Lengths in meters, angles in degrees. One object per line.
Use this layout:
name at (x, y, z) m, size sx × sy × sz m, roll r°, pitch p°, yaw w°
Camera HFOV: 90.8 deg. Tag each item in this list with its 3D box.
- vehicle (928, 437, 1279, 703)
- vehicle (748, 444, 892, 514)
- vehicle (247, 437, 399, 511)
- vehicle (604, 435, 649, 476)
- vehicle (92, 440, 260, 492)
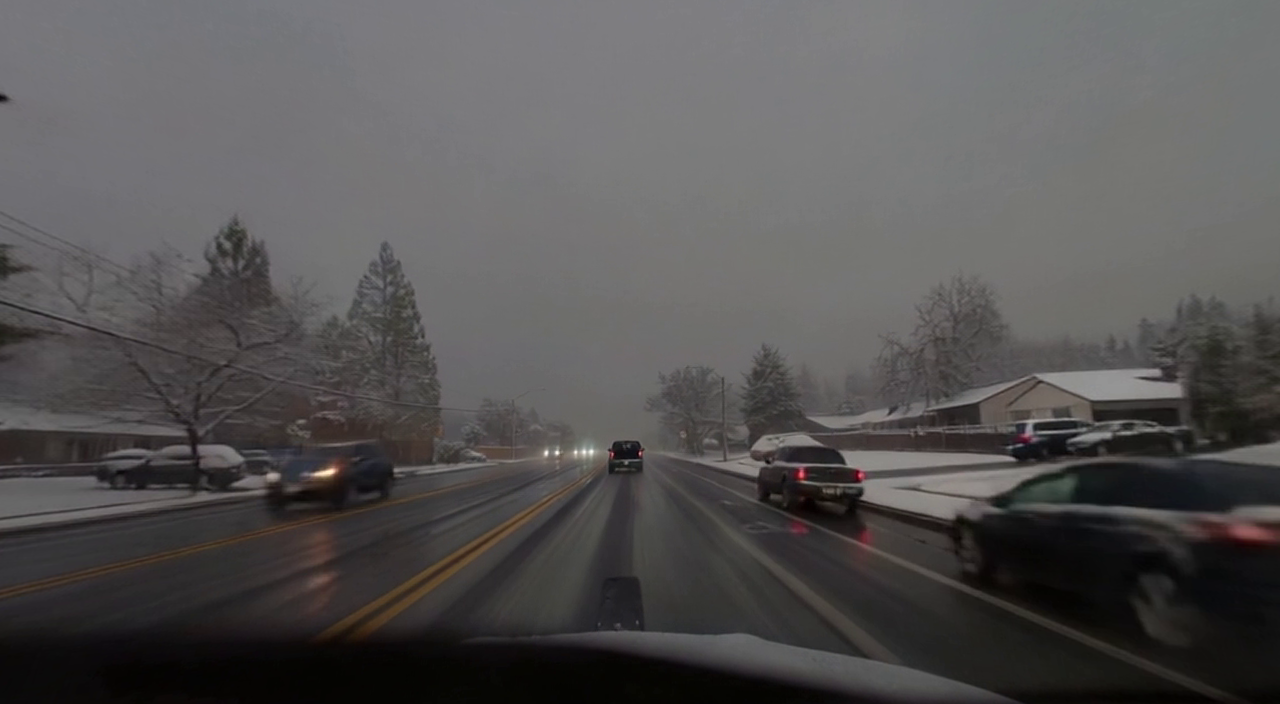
vehicle at (4.499, 1.459, 5.166) m, size 1.963 × 1.469 × 4.709 m, roll 0°, pitch -9°, yaw -1°
vehicle at (4.273, 3.090, 16.018) m, size 2.001 × 1.480 × 5.022 m, roll 0°, pitch -9°, yaw -2°
vehicle at (-8.721, 3.370, 17.942) m, size 1.999 × 1.806 × 4.479 m, roll 0°, pitch -9°, yaw 0°
vehicle at (-0.674, 5.403, 33.214) m, size 2.153 × 1.942 × 4.767 m, roll 0°, pitch -9°, yaw 0°
vehicle at (-19.908, 4.906, 27.330) m, size 5.551 × 1.870 × 2.183 m, roll -3°, pitch -8°, yaw -1°
